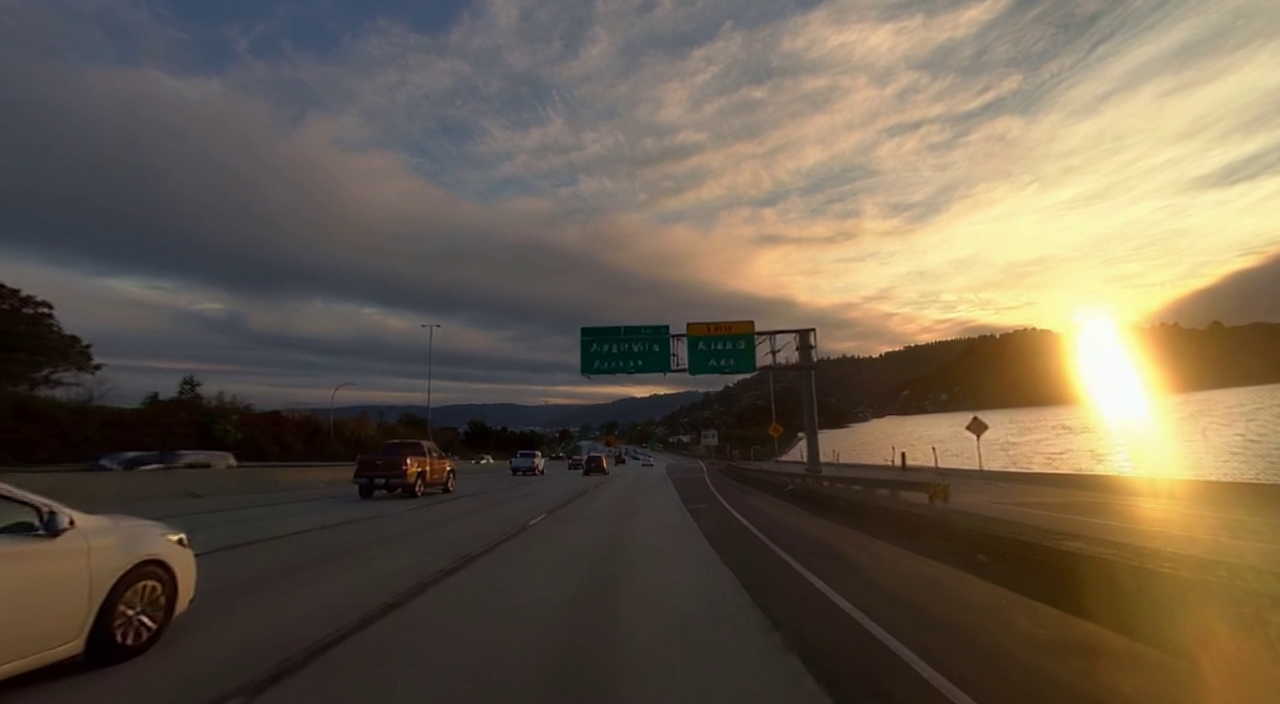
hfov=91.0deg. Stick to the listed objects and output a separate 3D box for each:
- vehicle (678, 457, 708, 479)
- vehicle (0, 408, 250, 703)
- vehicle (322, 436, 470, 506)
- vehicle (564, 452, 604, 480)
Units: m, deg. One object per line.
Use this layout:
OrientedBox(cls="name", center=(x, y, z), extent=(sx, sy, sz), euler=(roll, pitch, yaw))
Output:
OrientedBox(cls="vehicle", center=(3.936, 8.701, 47.402), extent=(2.153, 1.510, 4.646), euler=(0, -9, 4))
OrientedBox(cls="vehicle", center=(-4.030, 0.963, 2.471), extent=(2.027, 1.547, 4.511), euler=(0, -9, 1))
OrientedBox(cls="vehicle", center=(-7.379, 3.661, 19.909), extent=(2.250, 1.870, 5.647), euler=(0, -9, 2))
OrientedBox(cls="vehicle", center=(-3.601, 7.483, 41.579), extent=(2.132, 1.708, 4.571), euler=(0, -9, 1))
